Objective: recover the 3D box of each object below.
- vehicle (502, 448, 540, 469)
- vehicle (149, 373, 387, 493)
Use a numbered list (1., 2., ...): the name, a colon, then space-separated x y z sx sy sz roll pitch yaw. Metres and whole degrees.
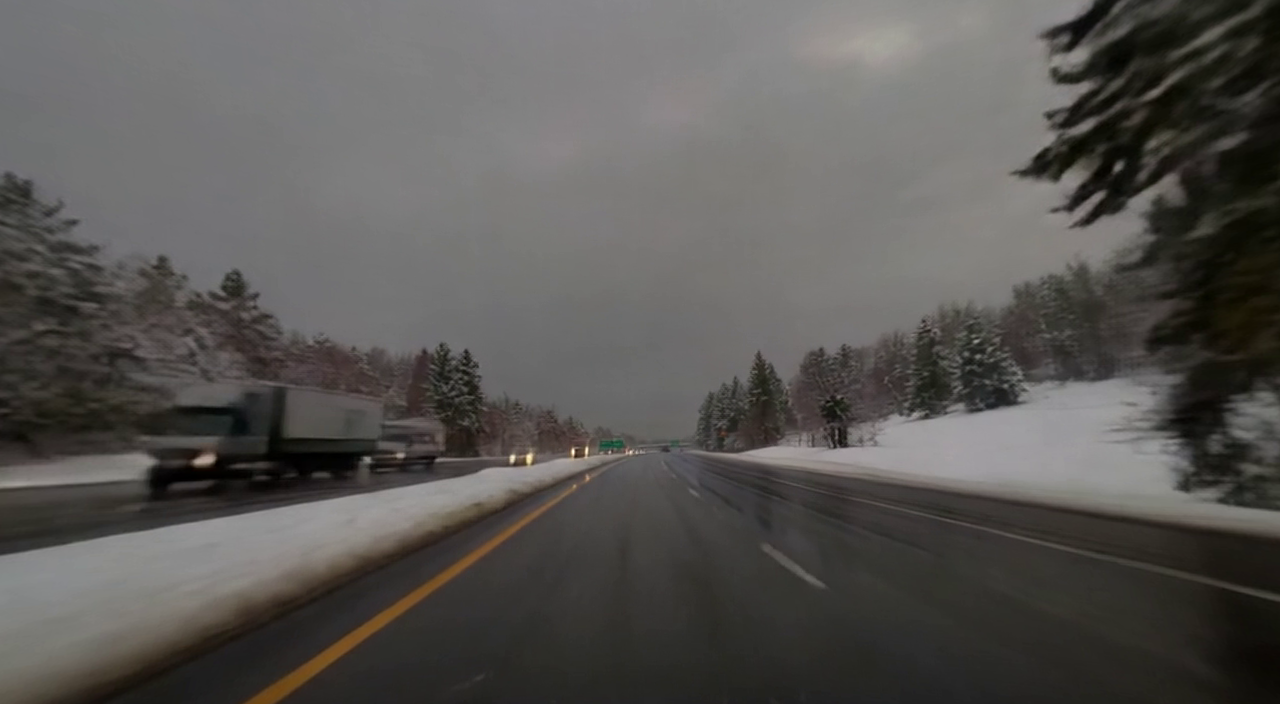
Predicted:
1. vehicle: -9.254 8.277 48.986 2.026 1.496 4.495 0 -9 1
2. vehicle: -13.764 3.324 24.886 3.071 3.733 10.252 0 -9 0
